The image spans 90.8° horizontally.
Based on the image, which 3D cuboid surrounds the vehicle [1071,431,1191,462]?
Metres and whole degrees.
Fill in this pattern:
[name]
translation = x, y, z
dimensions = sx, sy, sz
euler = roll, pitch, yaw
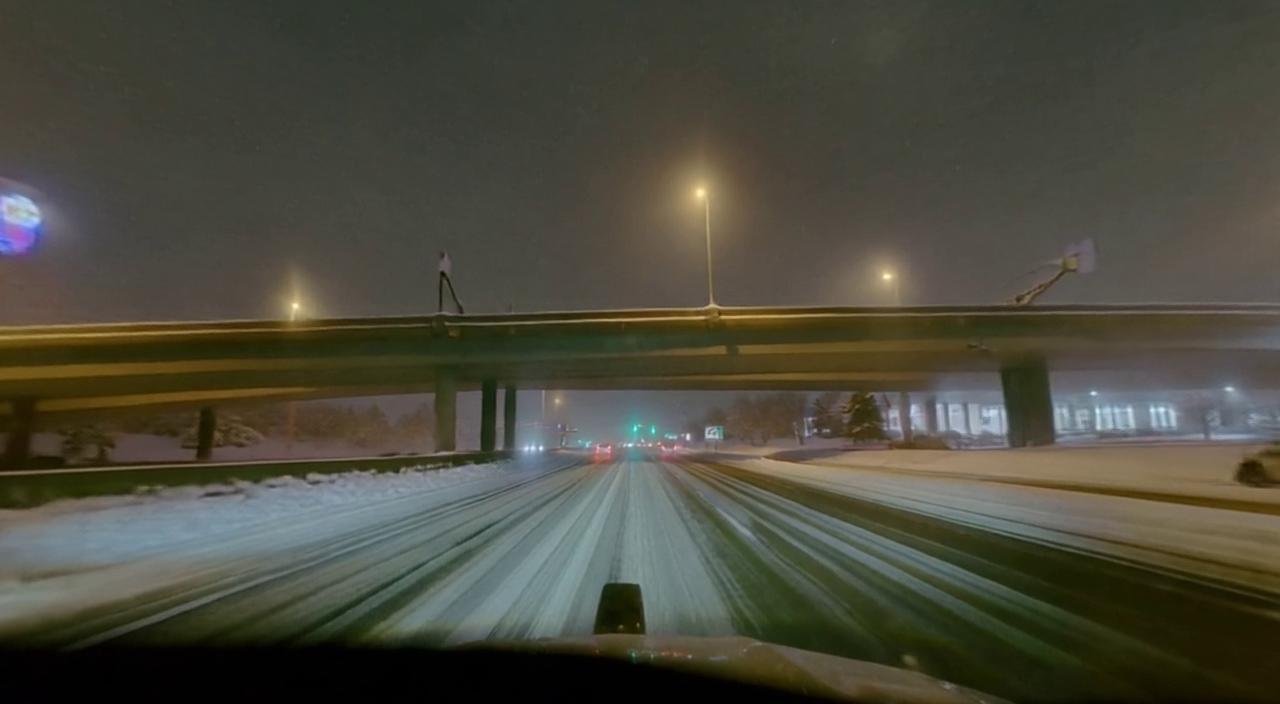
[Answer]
[vehicle]
translation = 24.894, 4.795, 32.165
dimensions = 4.513, 1.469, 1.871
euler = 0, -8, 0
